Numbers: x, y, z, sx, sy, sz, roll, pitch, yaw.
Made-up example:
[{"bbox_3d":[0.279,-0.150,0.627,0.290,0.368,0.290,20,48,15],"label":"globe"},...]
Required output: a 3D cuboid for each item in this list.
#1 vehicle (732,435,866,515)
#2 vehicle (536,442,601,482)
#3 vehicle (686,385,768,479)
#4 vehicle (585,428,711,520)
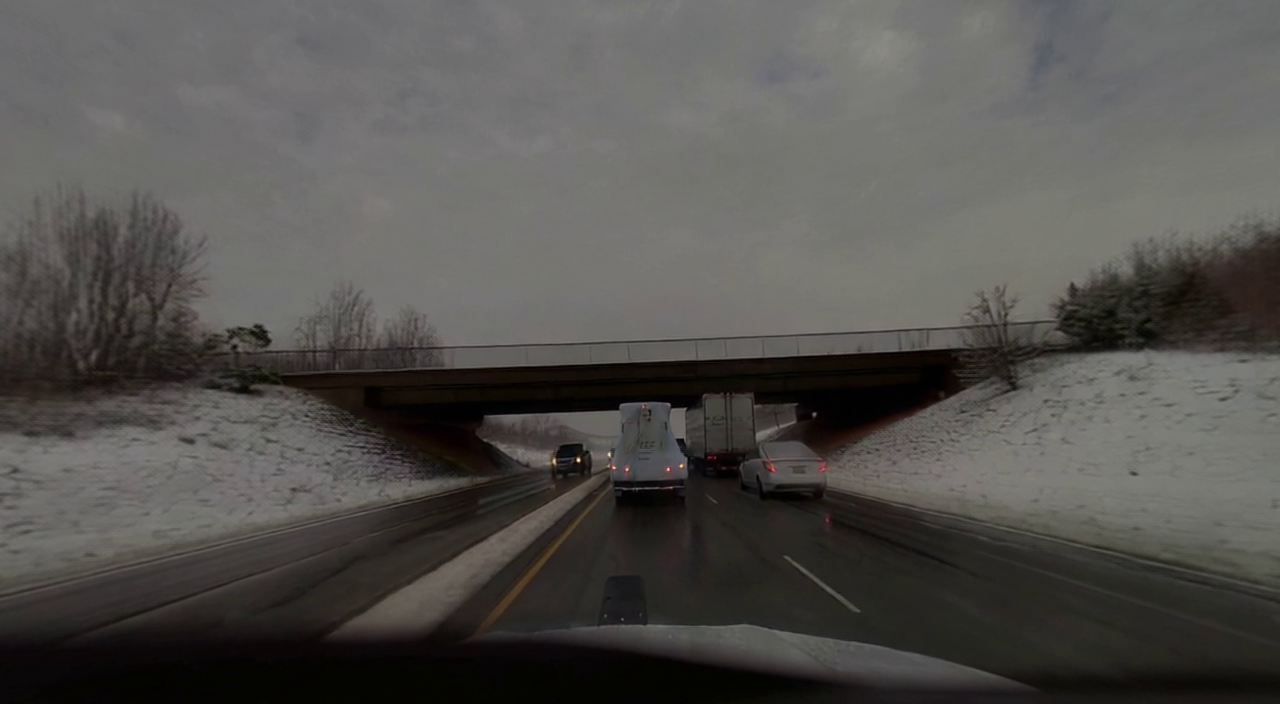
[{"bbox_3d":[3.369,2.693,14.218,1.972,1.505,3.946,-1,-9,0],"label":"vehicle"},{"bbox_3d":[-2.939,4.676,27.023,2.096,1.531,4.210,-1,-9,3],"label":"vehicle"},{"bbox_3d":[3.942,3.920,30.221,2.948,3.974,6.480,-1,-9,0],"label":"vehicle"},{"bbox_3d":[0.182,2.526,13.440,2.256,1.615,4.114,-1,-9,2],"label":"vehicle"}]
